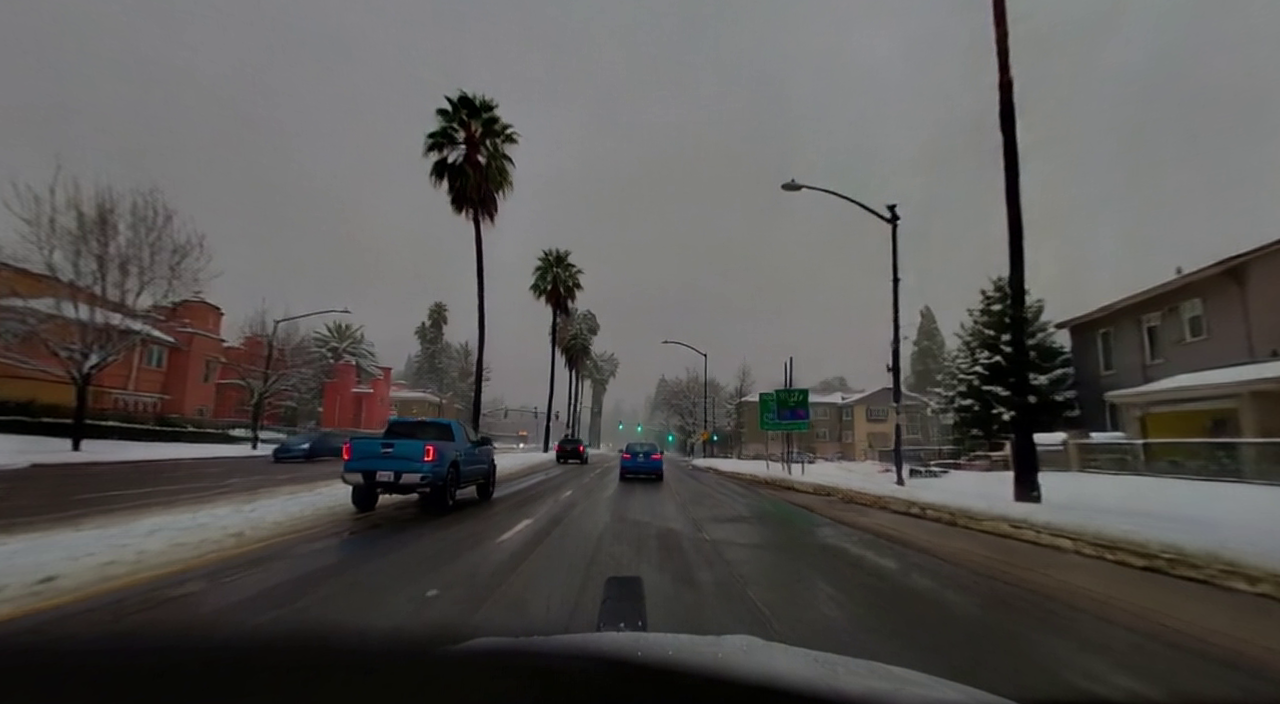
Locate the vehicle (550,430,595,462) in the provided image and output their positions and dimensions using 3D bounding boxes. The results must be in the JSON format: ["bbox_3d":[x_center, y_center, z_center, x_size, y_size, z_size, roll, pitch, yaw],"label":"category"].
[{"bbox_3d":[-4.638,6.648,44.294,2.447,2.062,5.911,0,-8,1],"label":"vehicle"}]

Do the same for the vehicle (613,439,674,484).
[{"bbox_3d":[0.140,4.121,23.962,2.122,1.562,4.152,0,-8,0],"label":"vehicle"}]

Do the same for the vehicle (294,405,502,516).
[{"bbox_3d":[-4.860,2.329,13.973,2.187,1.904,6.103,0,-8,0],"label":"vehicle"}]
